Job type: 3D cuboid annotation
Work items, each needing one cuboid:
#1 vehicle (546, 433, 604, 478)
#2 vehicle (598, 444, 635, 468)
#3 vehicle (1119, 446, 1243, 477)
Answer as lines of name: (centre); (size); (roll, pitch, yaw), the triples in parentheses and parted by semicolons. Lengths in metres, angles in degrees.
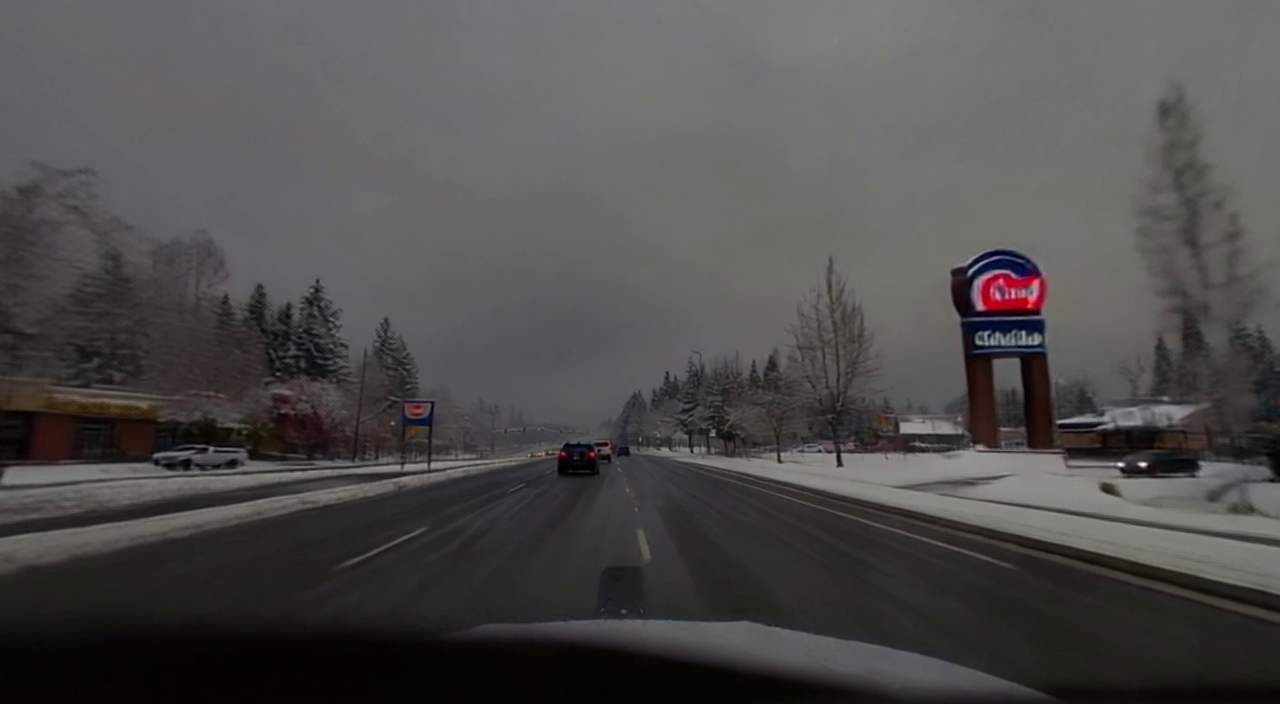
vehicle: (-2.904, 4.799, 29.327); (2.222, 1.899, 5.006); (0, -8, 0)
vehicle: (-1.574, 6.741, 40.996); (2.113, 1.446, 4.309); (1, -8, -6)
vehicle: (26.256, 5.311, 30.570); (4.375, 1.400, 2.017); (1, -8, -6)
